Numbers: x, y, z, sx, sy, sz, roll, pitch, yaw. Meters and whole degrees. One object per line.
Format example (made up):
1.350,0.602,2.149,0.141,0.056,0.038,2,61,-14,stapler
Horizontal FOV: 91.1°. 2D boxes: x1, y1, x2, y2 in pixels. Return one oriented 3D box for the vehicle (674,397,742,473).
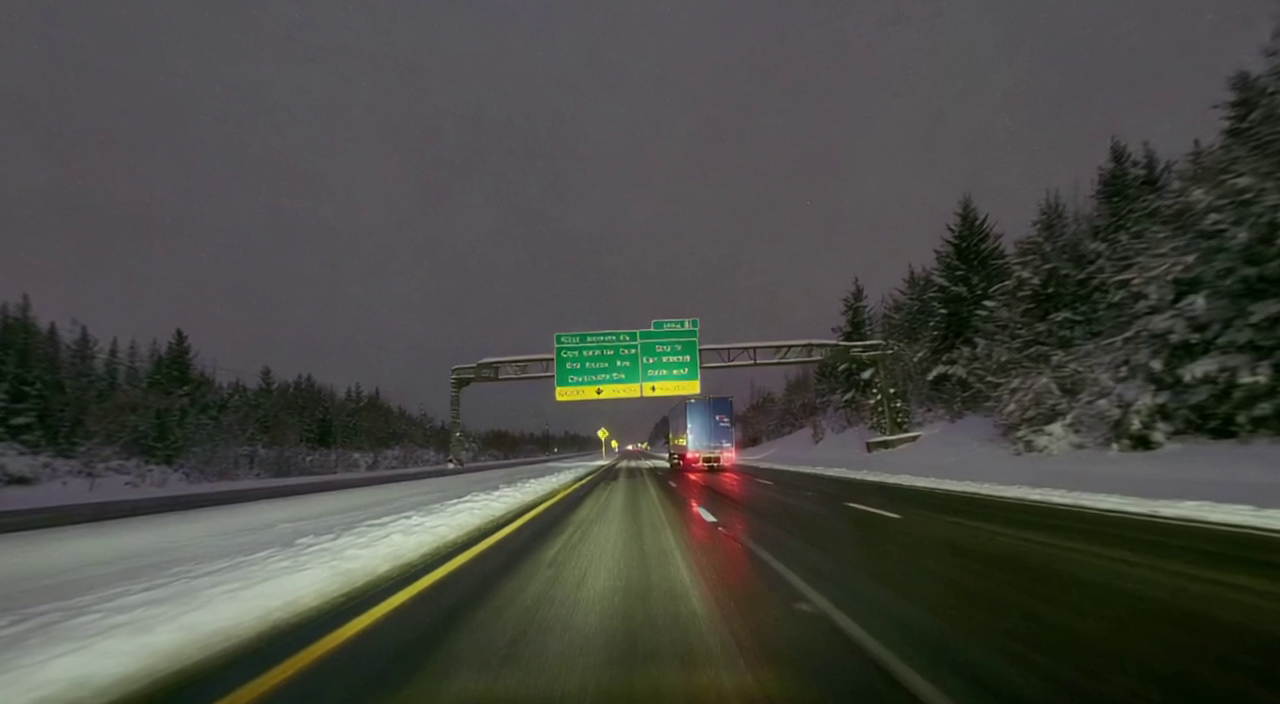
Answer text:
3.893,5.091,37.974,2.879,4.075,8.126,0,-9,-2,vehicle
